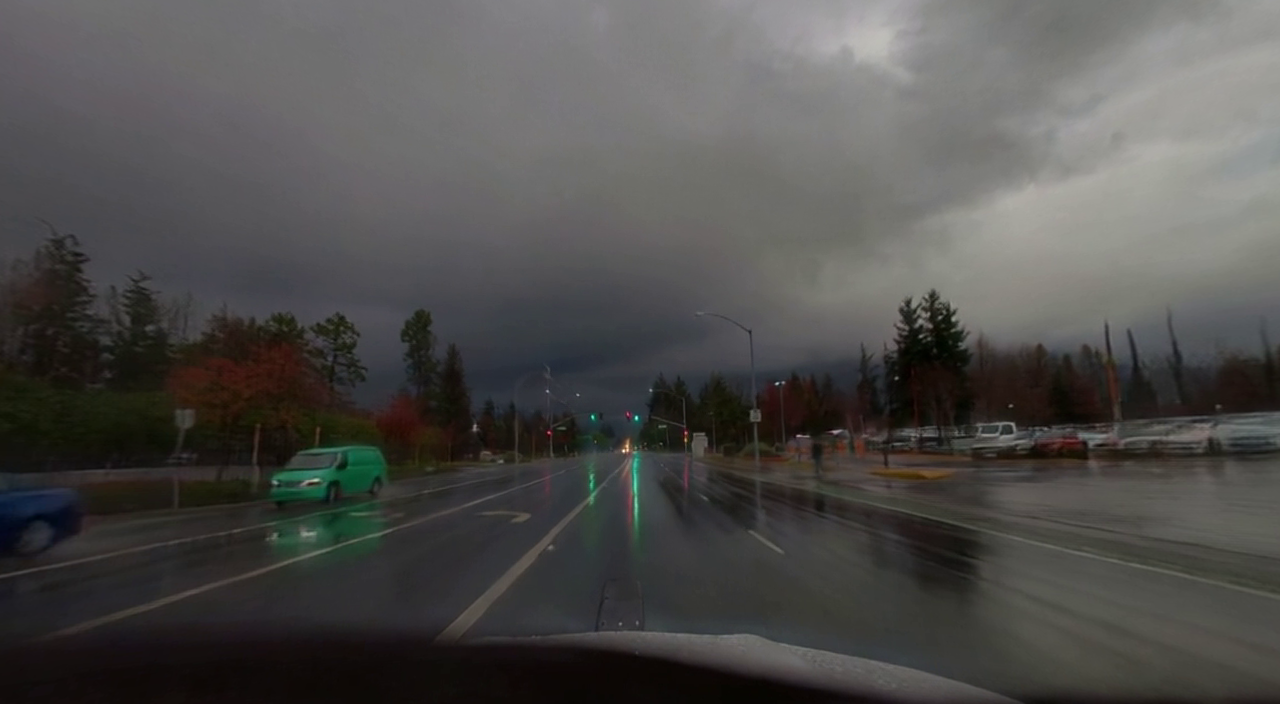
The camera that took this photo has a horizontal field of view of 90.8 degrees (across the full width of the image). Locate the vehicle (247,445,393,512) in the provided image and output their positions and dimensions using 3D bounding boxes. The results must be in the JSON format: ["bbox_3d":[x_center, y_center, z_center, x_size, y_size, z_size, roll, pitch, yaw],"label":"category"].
[{"bbox_3d":[-9.234,3.646,18.771,2.066,1.709,4.509,0,-9,-2],"label":"vehicle"}]
